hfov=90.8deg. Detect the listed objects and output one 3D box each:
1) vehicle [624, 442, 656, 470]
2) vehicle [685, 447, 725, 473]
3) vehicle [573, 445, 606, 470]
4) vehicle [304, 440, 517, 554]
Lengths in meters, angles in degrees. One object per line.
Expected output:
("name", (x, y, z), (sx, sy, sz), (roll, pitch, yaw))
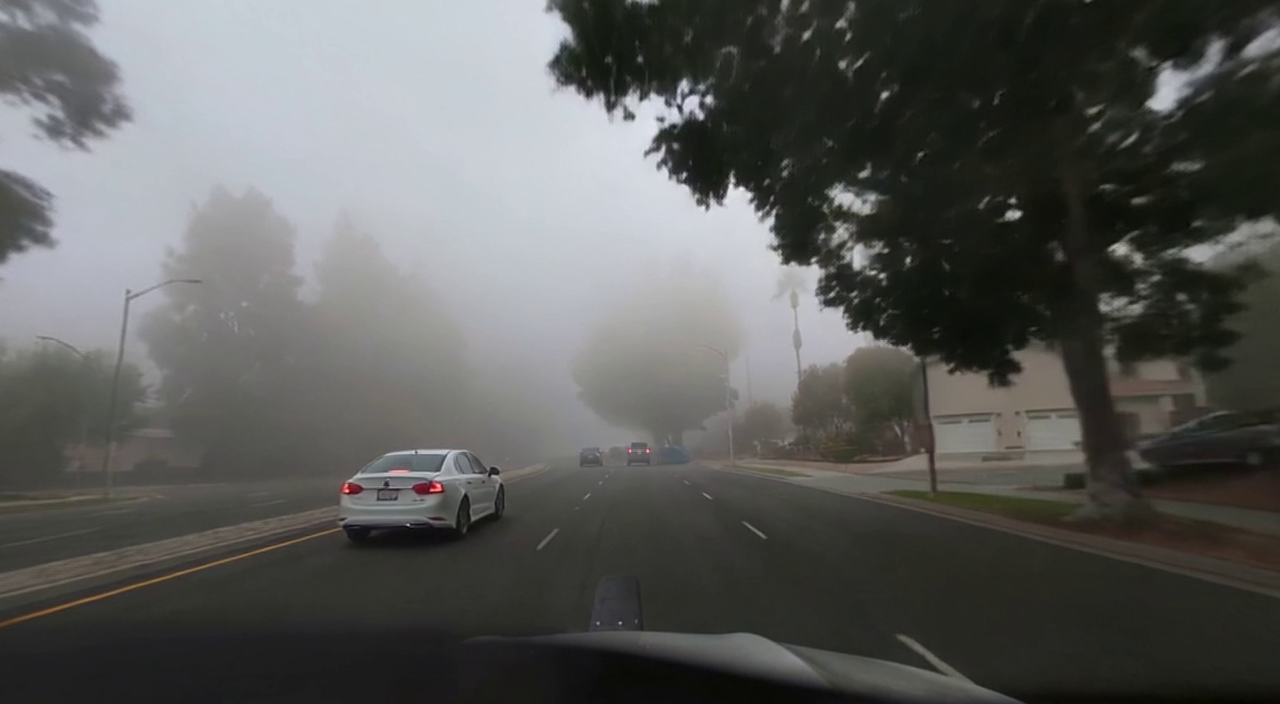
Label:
("vehicle", (-0.048, 6.967, 42.575), (2.043, 1.734, 4.253), (0, -8, -2))
("vehicle", (3.781, 6.378, 37.482), (1.830, 1.451, 4.009), (0, -8, -2))
("vehicle", (-3.407, 7.176, 43.234), (2.000, 1.569, 3.794), (0, -8, -1))
("vehicle", (-3.404, 2.215, 10.478), (1.844, 1.451, 4.543), (0, -8, 0))
